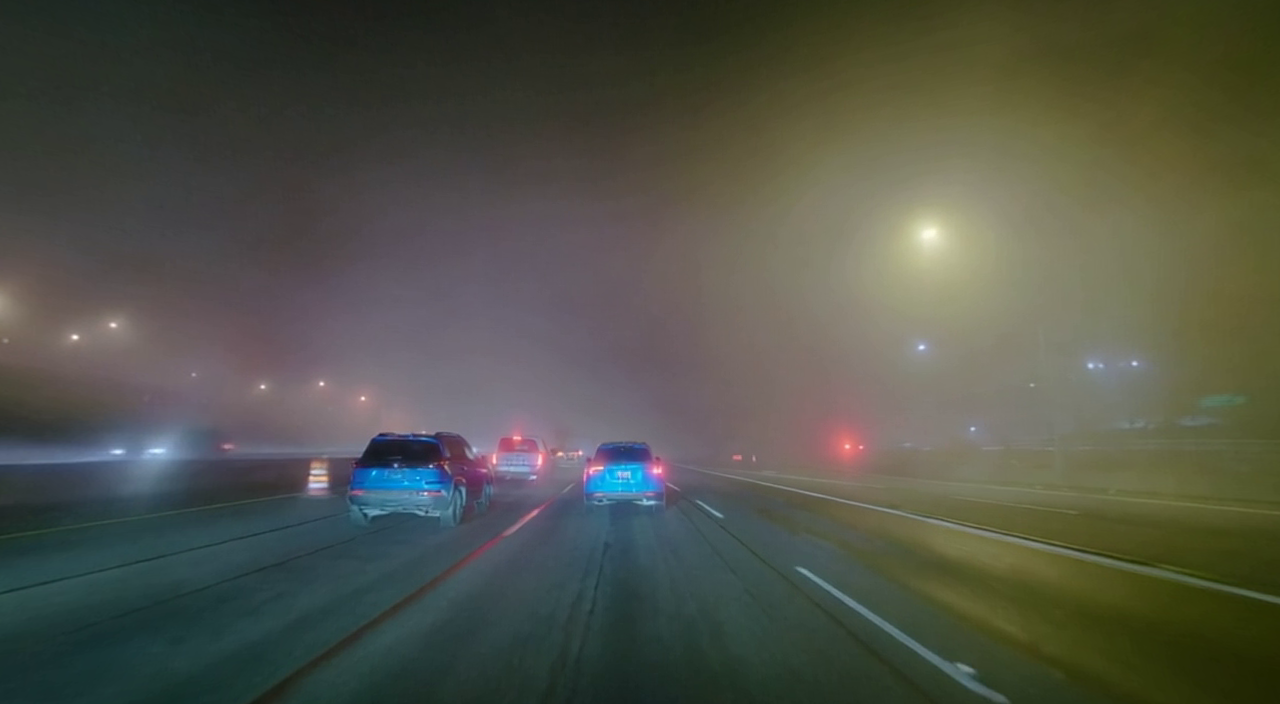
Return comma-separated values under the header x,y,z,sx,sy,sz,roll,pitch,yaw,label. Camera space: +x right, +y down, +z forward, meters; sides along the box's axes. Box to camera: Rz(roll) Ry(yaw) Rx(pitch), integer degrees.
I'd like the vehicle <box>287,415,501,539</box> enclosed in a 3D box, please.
x,y,z,sx,sy,sz,roll,pitch,yaw,label
-3.885,2.056,10.922,2.025,1.708,4.089,0,-9,0,vehicle

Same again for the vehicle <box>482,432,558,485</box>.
x,y,z,sx,sy,sz,roll,pitch,yaw,label
-4.186,3.781,22.665,1.982,1.727,4.057,0,-9,-1,vehicle

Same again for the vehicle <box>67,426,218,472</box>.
x,y,z,sx,sy,sz,roll,pitch,yaw,label
-17.784,3.511,22.936,1.869,1.516,4.480,0,-9,-1,vehicle

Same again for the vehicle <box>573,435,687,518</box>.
x,y,z,sx,sy,sz,roll,pitch,yaw,label
-0.247,2.562,13.542,2.069,1.484,3.982,0,-9,-2,vehicle
